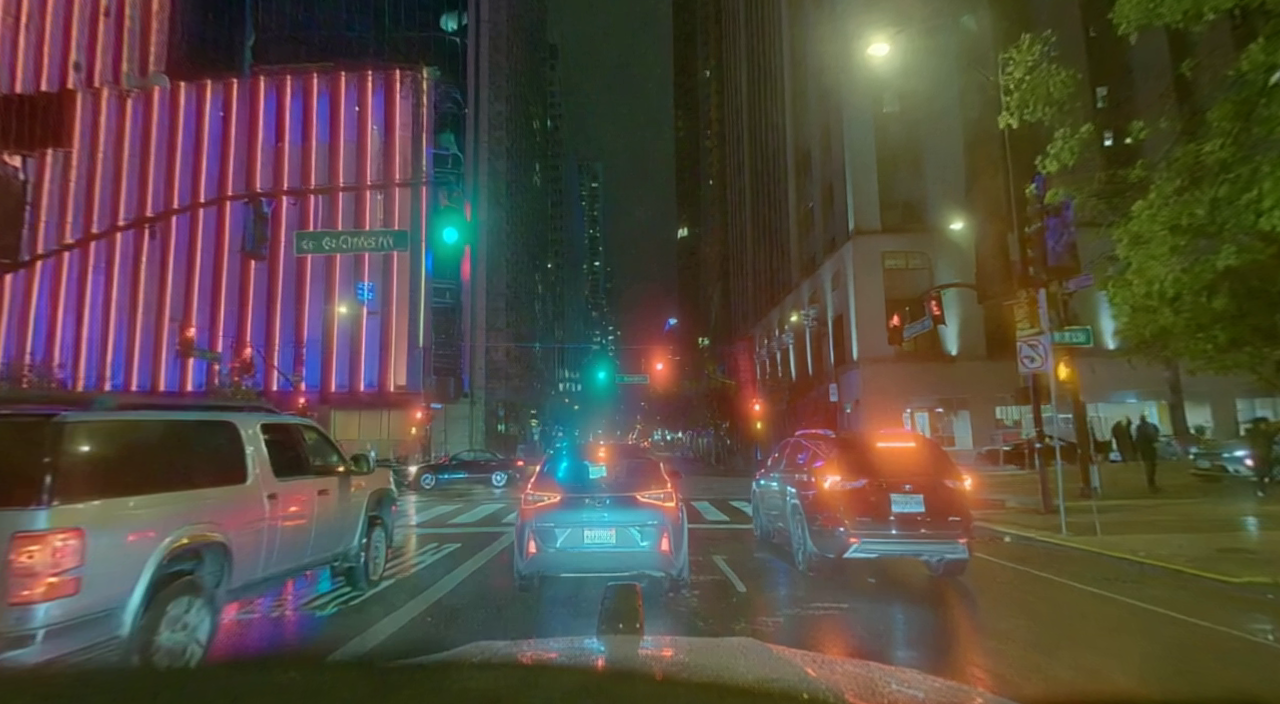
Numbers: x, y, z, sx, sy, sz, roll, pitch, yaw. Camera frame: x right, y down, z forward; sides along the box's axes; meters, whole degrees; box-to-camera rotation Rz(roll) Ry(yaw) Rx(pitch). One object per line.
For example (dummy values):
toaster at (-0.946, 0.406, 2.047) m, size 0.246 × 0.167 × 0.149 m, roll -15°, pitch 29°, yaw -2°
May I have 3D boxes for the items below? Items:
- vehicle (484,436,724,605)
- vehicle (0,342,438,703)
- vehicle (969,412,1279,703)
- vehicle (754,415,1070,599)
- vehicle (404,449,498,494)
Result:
vehicle at (-0.350, 1.786, 7.661) m, size 2.092 × 1.454 × 4.132 m, roll 0°, pitch -8°, yaw -1°
vehicle at (-3.619, 1.251, 5.165) m, size 2.190 × 1.840 × 5.272 m, roll 0°, pitch -8°, yaw 0°
vehicle at (2.742, 0.804, 1.111) m, size 1.902 × 1.454 × 4.540 m, roll 0°, pitch -8°, yaw 0°
vehicle at (3.029, 1.833, 8.476) m, size 2.072 × 1.735 × 4.759 m, roll 0°, pitch -8°, yaw 0°
vehicle at (-7.185, 4.383, 23.683) m, size 2.114 × 1.478 × 4.673 m, roll 5°, pitch -10°, yaw -32°
